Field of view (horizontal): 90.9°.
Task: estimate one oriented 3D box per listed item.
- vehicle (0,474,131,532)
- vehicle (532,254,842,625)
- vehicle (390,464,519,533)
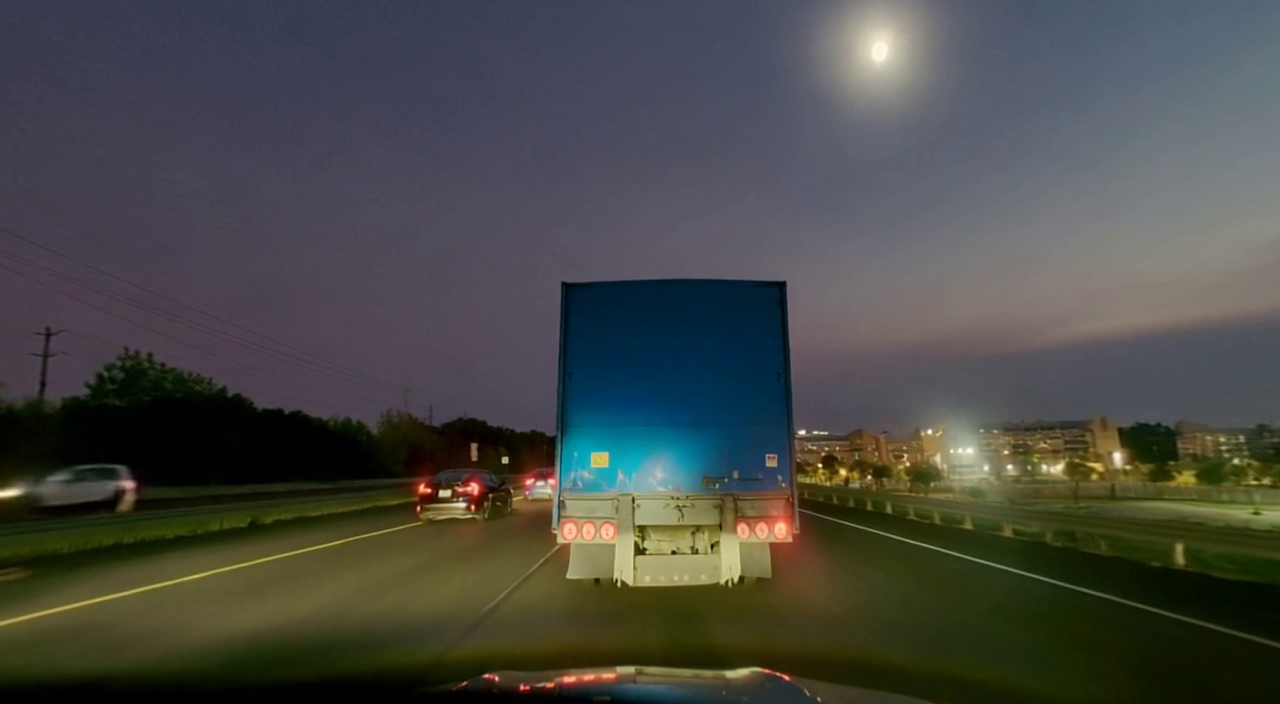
[{"bbox_3d":[-18.865,4.714,20.046,1.868,1.579,4.060,1,-11,0],"label":"vehicle"},{"bbox_3d":[0.594,1.535,10.361,2.831,3.529,8.689,0,-11,2],"label":"vehicle"},{"bbox_3d":[-4.495,3.625,16.029,1.891,1.469,4.431,1,-11,0],"label":"vehicle"}]
